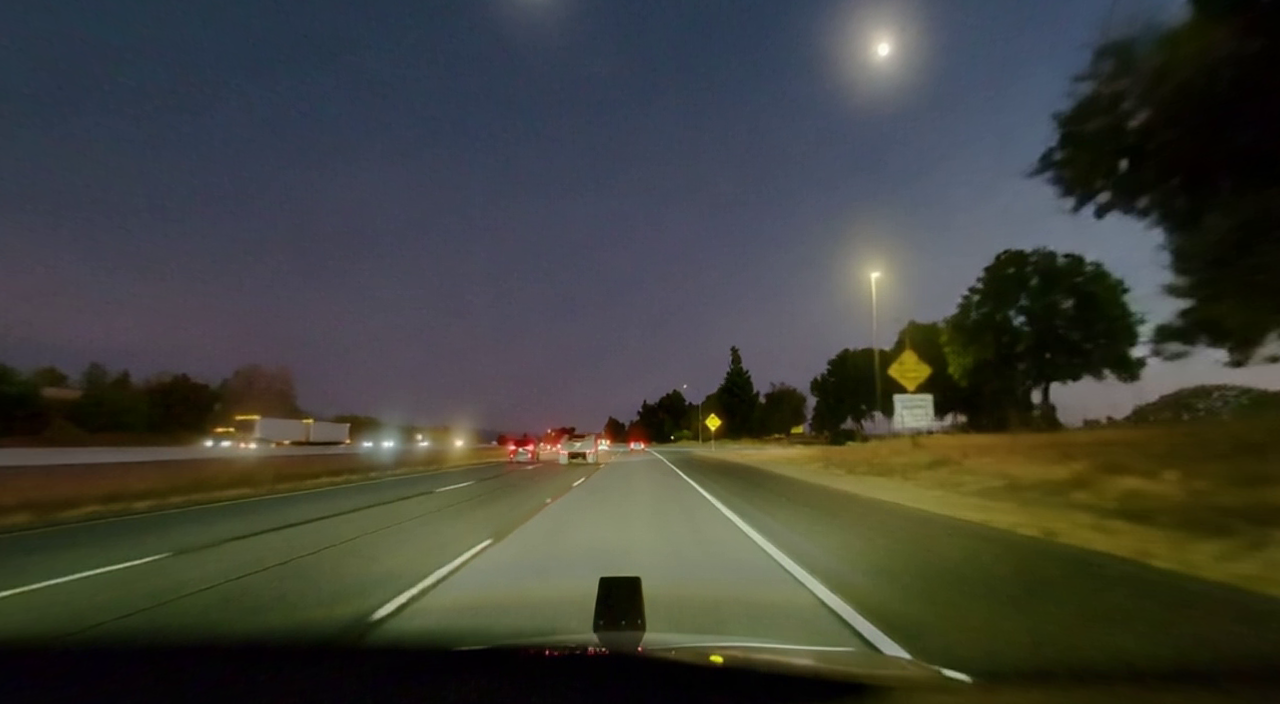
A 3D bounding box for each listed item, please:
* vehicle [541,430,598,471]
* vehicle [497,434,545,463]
[{"bbox_3d":[-3.215,4.597,29.311,2.194,1.766,3.720,0,-8,0],"label":"vehicle"},{"bbox_3d":[-7.518,6.157,40.115,2.078,1.729,4.722,0,-8,0],"label":"vehicle"}]
